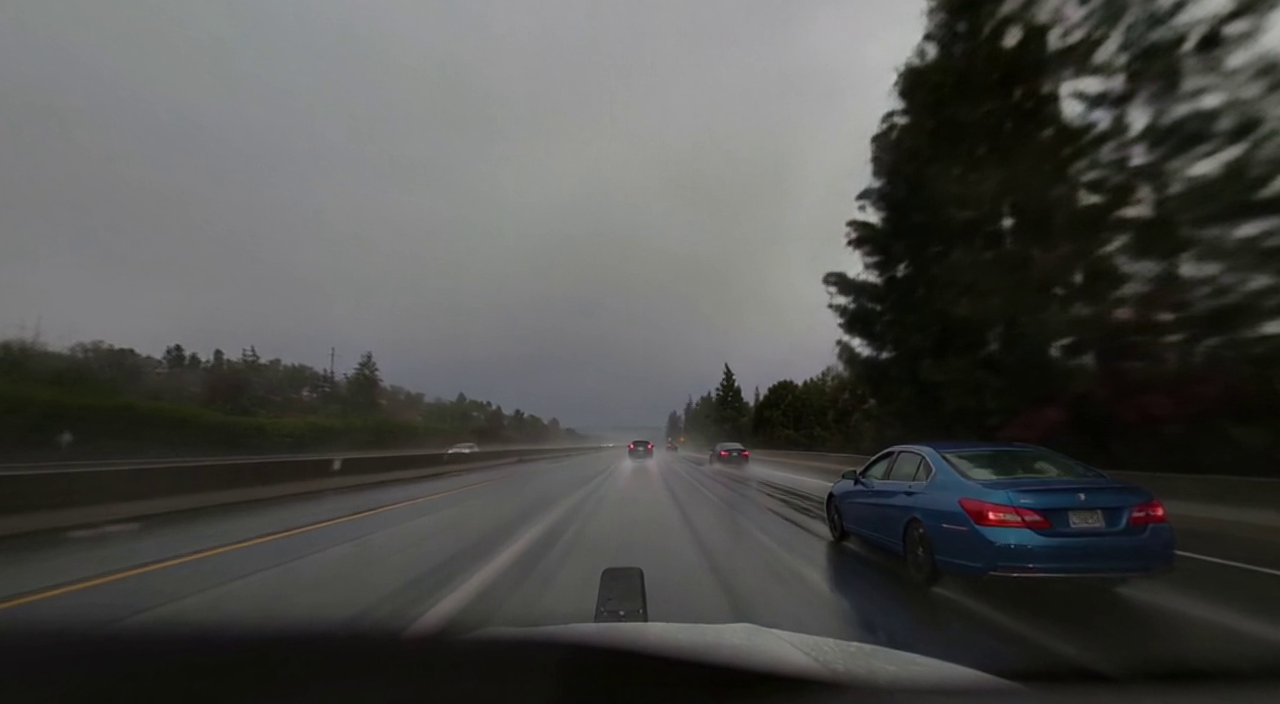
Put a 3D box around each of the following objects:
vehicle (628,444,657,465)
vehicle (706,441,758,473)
[{"bbox_3d":[0.160,7.446,45.956,2.052,1.449,3.857,0,-8,0],"label":"vehicle"},{"bbox_3d":[4.687,5.439,32.702,2.008,1.524,4.598,0,-8,0],"label":"vehicle"}]
